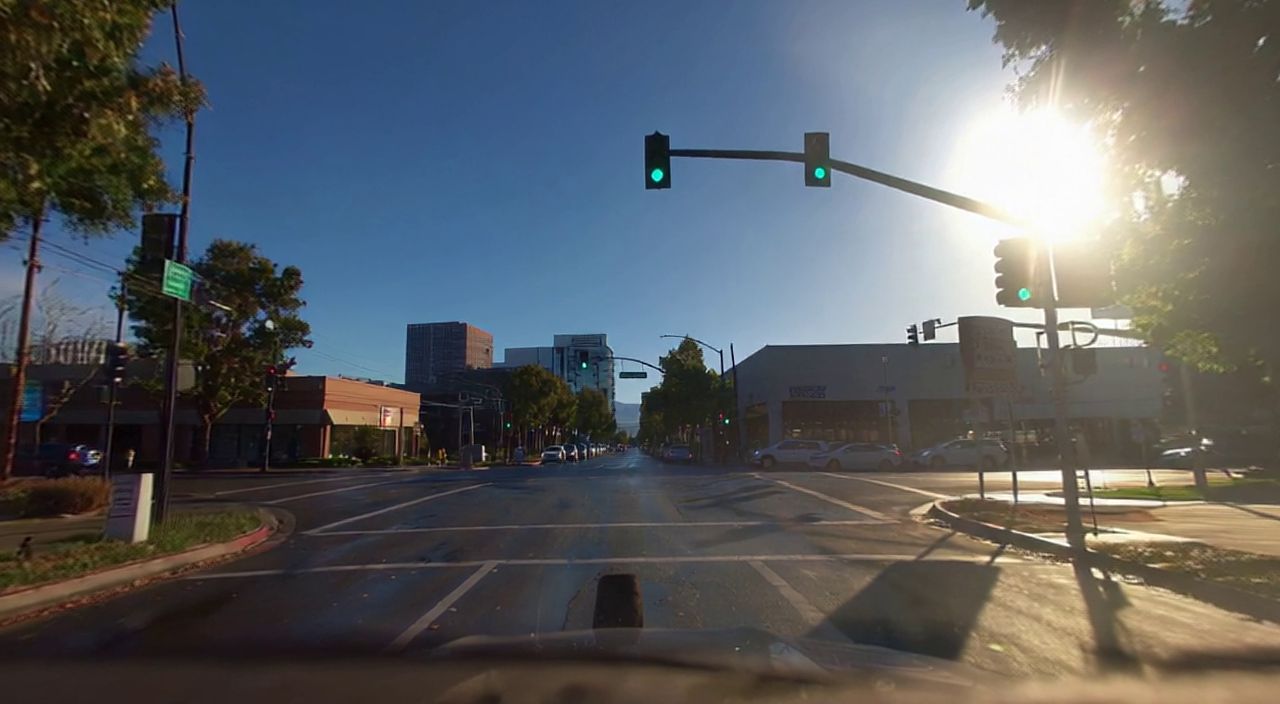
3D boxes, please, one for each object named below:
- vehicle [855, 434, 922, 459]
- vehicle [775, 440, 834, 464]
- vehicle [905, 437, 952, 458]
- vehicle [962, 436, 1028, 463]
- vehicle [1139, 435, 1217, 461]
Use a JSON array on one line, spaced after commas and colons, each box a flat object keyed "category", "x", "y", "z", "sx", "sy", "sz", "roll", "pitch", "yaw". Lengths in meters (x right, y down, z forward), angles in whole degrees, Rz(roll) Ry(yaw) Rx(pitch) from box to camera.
[{"category": "vehicle", "x": 16.926, "y": 6.430, "z": 42.625, "sx": 4.522, "sy": 1.546, "sz": 1.941, "roll": 6, "pitch": -11, "yaw": -35}, {"category": "vehicle", "x": 11.112, "y": 6.695, "z": 42.204, "sx": 1.955, "sy": 1.508, "sz": 4.295, "roll": -8, "pitch": -12, "yaw": 42}, {"category": "vehicle", "x": 21.816, "y": 7.226, "z": 47.464, "sx": 1.923, "sy": 1.463, "sz": 3.758, "roll": -1, "pitch": -9, "yaw": 3}, {"category": "vehicle", "x": 20.951, "y": 5.753, "z": 37.109, "sx": 1.851, "sy": 1.388, "sz": 3.475, "roll": 0, "pitch": -5, "yaw": 0}, {"category": "vehicle", "x": 31.476, "y": 5.589, "z": 36.776, "sx": 1.612, "sy": 1.402, "sz": 3.320, "roll": -1, "pitch": -8, "yaw": 0}]
